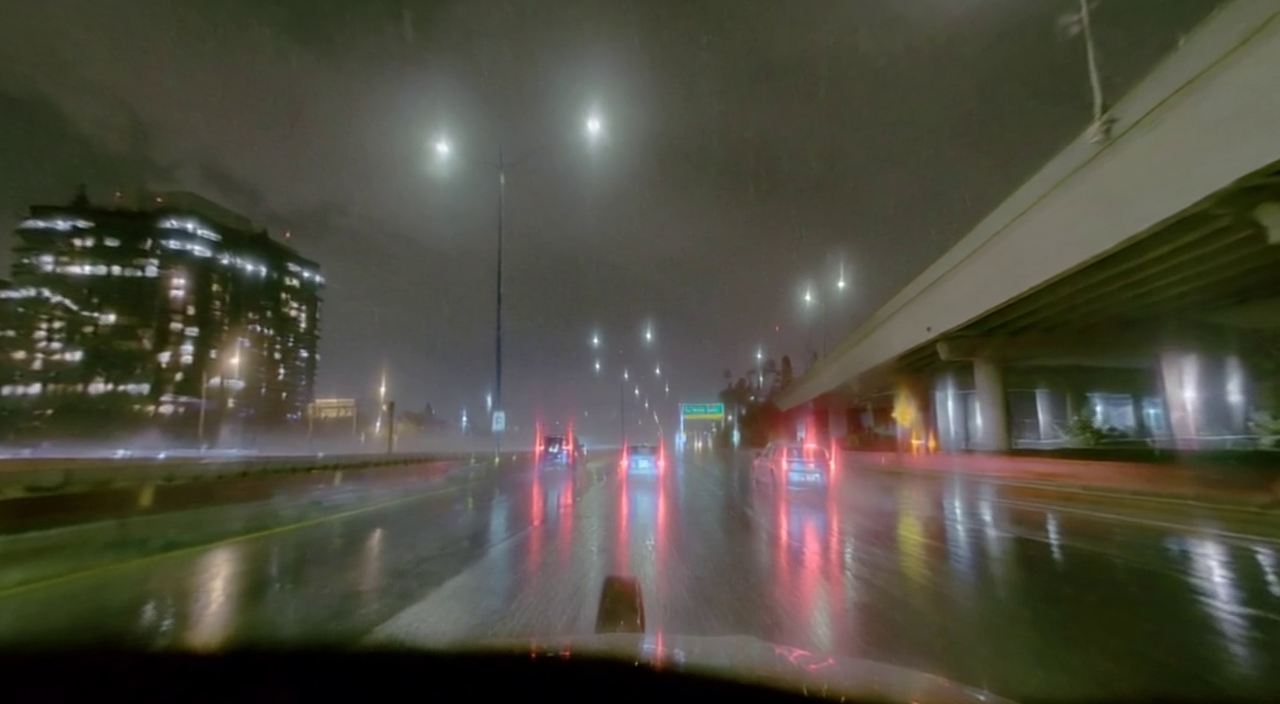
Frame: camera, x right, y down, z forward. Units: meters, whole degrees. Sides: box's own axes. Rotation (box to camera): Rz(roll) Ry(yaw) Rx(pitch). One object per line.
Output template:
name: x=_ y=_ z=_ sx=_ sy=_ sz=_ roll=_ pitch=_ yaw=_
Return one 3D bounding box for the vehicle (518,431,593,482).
vehicle: x=-3.274 y=4.173 z=25.460 sx=2.142 sy=1.819 sz=4.648 roll=0 pitch=-8 yaw=3

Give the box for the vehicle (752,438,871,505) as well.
vehicle: x=4.247 y=3.009 z=16.296 sx=1.974 sy=1.490 sz=3.994 roll=0 pitch=-8 yaw=0

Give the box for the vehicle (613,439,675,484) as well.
vehicle: x=0.199 y=4.001 z=23.269 sx=2.089 sy=1.493 sz=3.964 roll=0 pitch=-8 yaw=2
